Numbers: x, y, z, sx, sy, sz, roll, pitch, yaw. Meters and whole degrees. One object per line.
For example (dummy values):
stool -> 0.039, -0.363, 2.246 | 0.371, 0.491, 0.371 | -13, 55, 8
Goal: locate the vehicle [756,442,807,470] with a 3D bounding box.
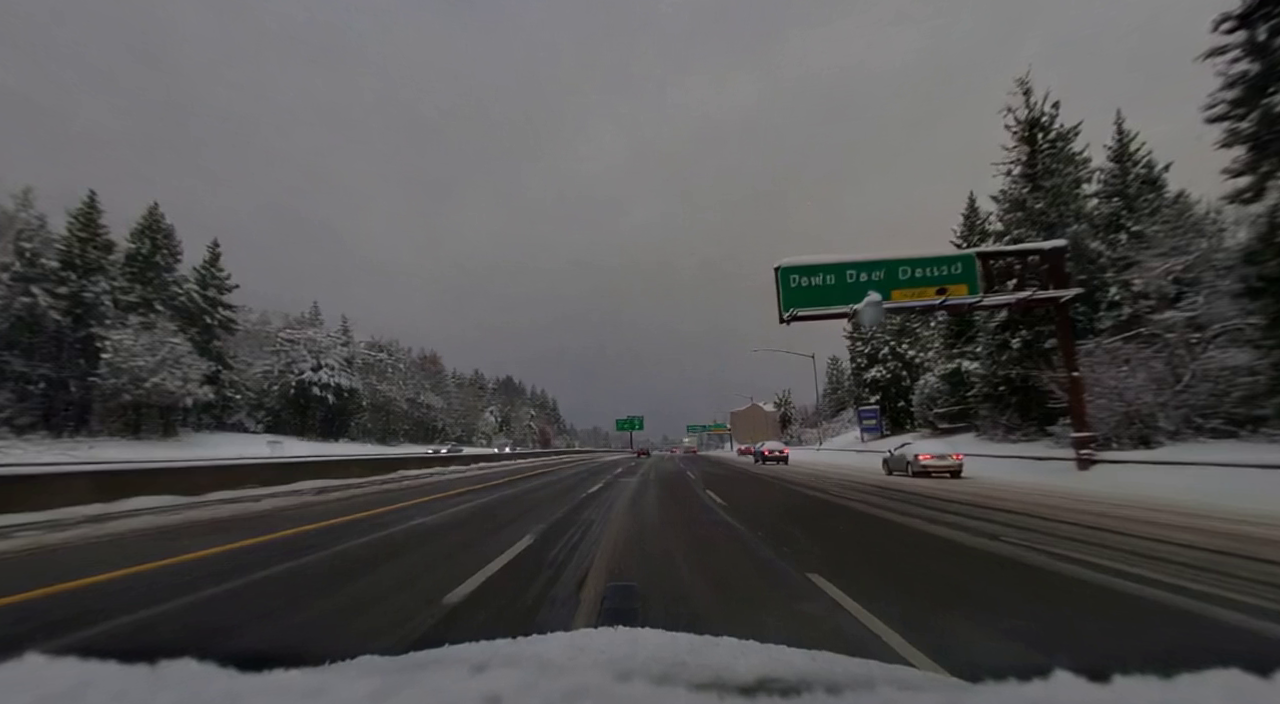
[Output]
vehicle -> 8.090, 5.966, 36.506 | 1.861, 1.500, 4.860 | 0, -9, 0

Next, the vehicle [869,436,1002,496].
vehicle -> 8.936, 3.474, 19.637 | 2.090, 1.643, 4.513 | 0, -9, 3
